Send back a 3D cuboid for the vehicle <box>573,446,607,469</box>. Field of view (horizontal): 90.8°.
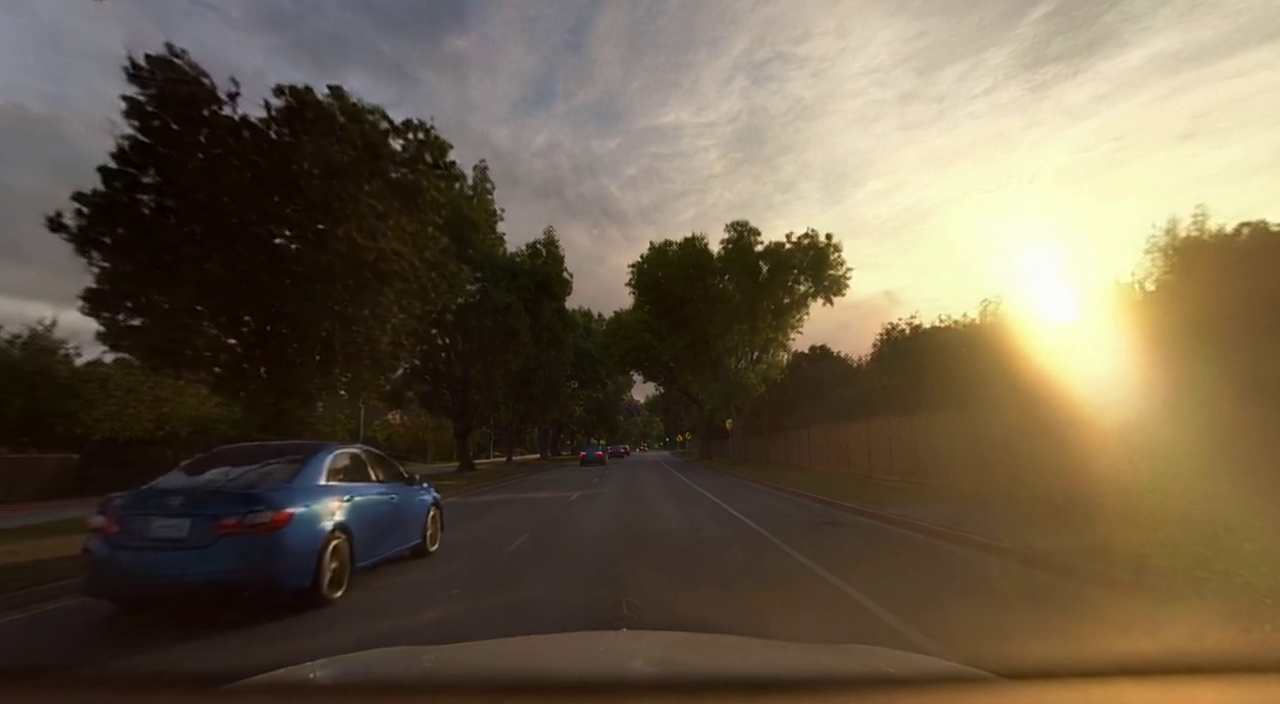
[{"bbox_3d":[-3.210,6.928,41.578,1.870,1.431,4.317,0,-9,0],"label":"vehicle"}]

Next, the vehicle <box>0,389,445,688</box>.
[{"bbox_3d":[-3.473,1.374,5.850,1.919,1.650,4.546,0,-9,-1],"label":"vehicle"}]
